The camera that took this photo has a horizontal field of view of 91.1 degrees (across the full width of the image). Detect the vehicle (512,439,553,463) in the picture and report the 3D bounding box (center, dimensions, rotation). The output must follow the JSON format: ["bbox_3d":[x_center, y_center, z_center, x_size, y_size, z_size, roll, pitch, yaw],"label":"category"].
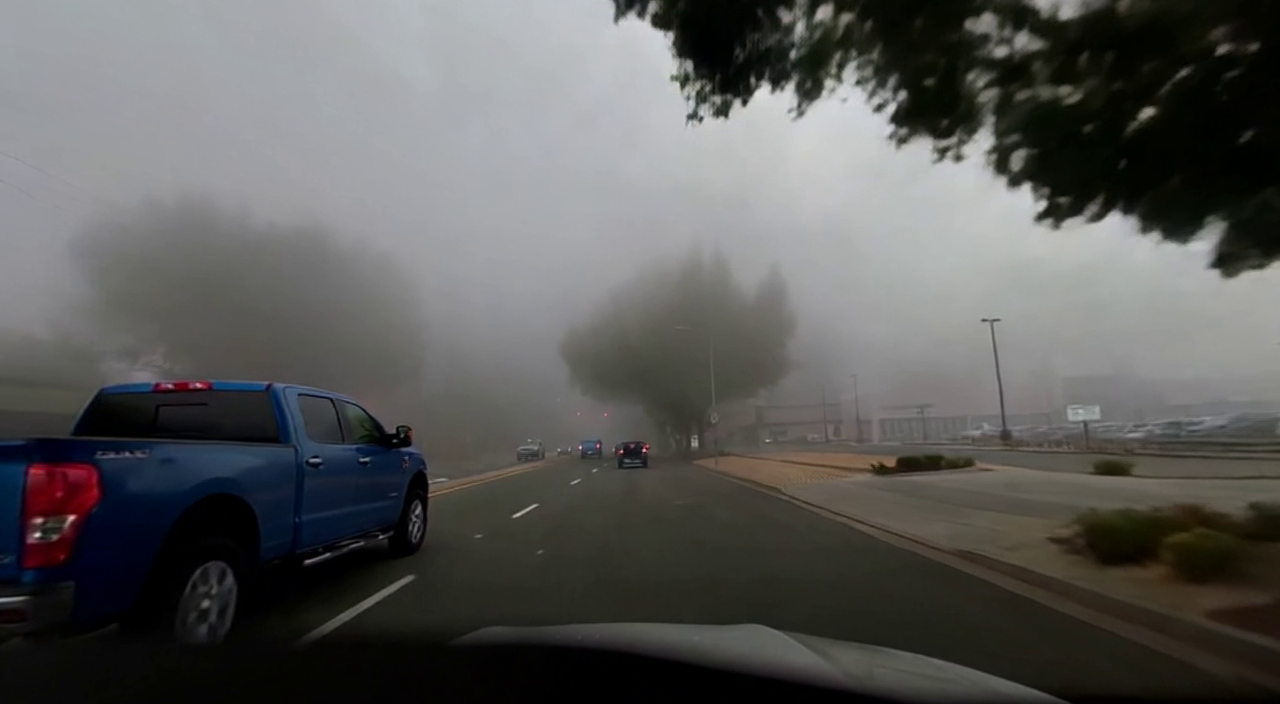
[{"bbox_3d":[-8.210,7.616,48.445,2.146,1.788,5.153,0,-8,1],"label":"vehicle"}]

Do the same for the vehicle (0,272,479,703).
[{"bbox_3d":[-3.688,1.159,5.391,2.552,2.079,6.810,0,-8,2],"label":"vehicle"}]

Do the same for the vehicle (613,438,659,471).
[{"bbox_3d":[-0.197,5.265,32.484,2.191,1.530,4.470,0,-8,0],"label":"vehicle"}]

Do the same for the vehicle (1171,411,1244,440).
[{"bbox_3d":[35.407,4.581,39.119,4.773,1.647,2.003,4,-11,-33],"label":"vehicle"}]

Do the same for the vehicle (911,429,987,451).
[{"bbox_3d":[22.701,6.503,46.145,4.767,1.443,1.978,-6,-10,29],"label":"vehicle"}]

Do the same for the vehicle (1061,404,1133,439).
[{"bbox_3d":[34.795,5.347,47.771,5.297,2.323,2.378,6,-11,-31],"label":"vehicle"}]
